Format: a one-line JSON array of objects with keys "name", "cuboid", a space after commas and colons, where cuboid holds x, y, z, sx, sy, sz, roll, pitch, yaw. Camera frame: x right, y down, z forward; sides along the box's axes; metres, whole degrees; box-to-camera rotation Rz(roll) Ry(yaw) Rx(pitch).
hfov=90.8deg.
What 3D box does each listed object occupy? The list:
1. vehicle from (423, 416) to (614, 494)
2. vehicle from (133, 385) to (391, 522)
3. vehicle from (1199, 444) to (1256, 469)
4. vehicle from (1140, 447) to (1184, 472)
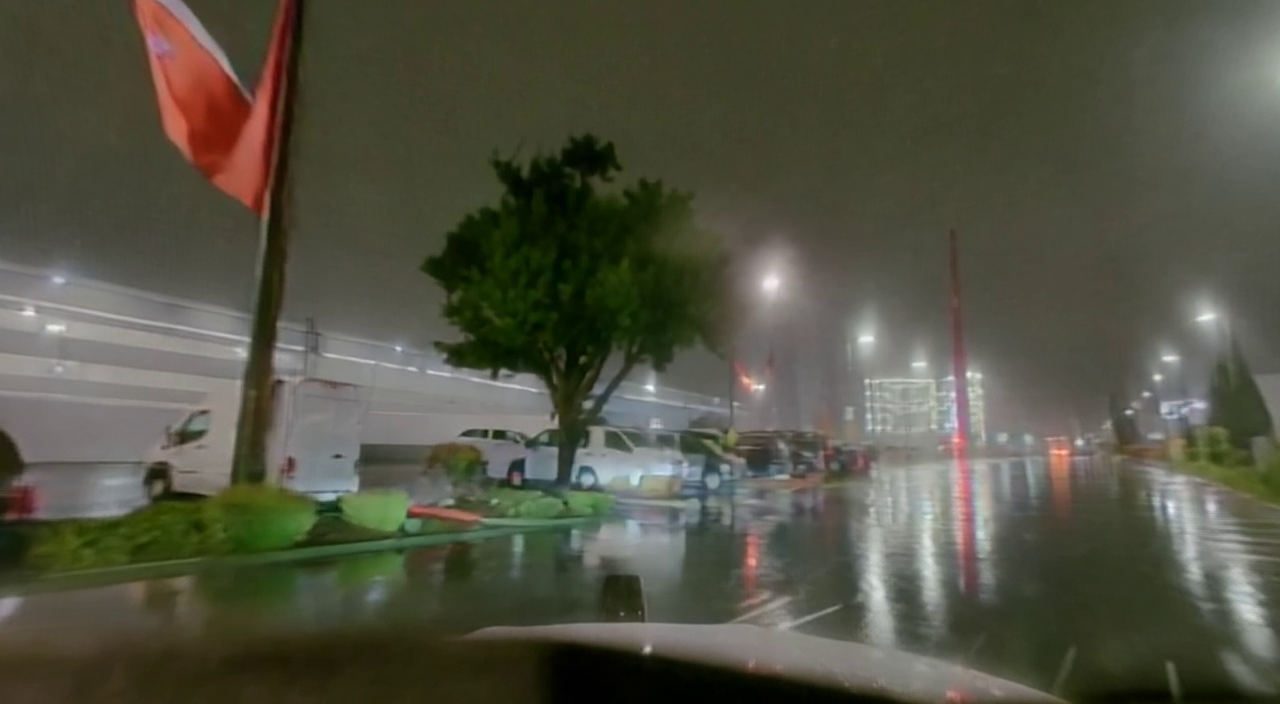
[{"name": "vehicle", "cuboid": [-4.074, 3.222, 20.286, 6.632, 2.126, 2.228, -6, -9, 38]}, {"name": "vehicle", "cuboid": [-8.259, 2.145, 13.592, 5.986, 2.324, 2.491, -7, -11, 36]}, {"name": "vehicle", "cuboid": [44.156, 7.839, 47.439, 4.342, 1.753, 2.021, 5, -10, -34]}, {"name": "vehicle", "cuboid": [36.126, 7.413, 43.809, 2.026, 1.659, 4.314, -7, -10, 37]}]
